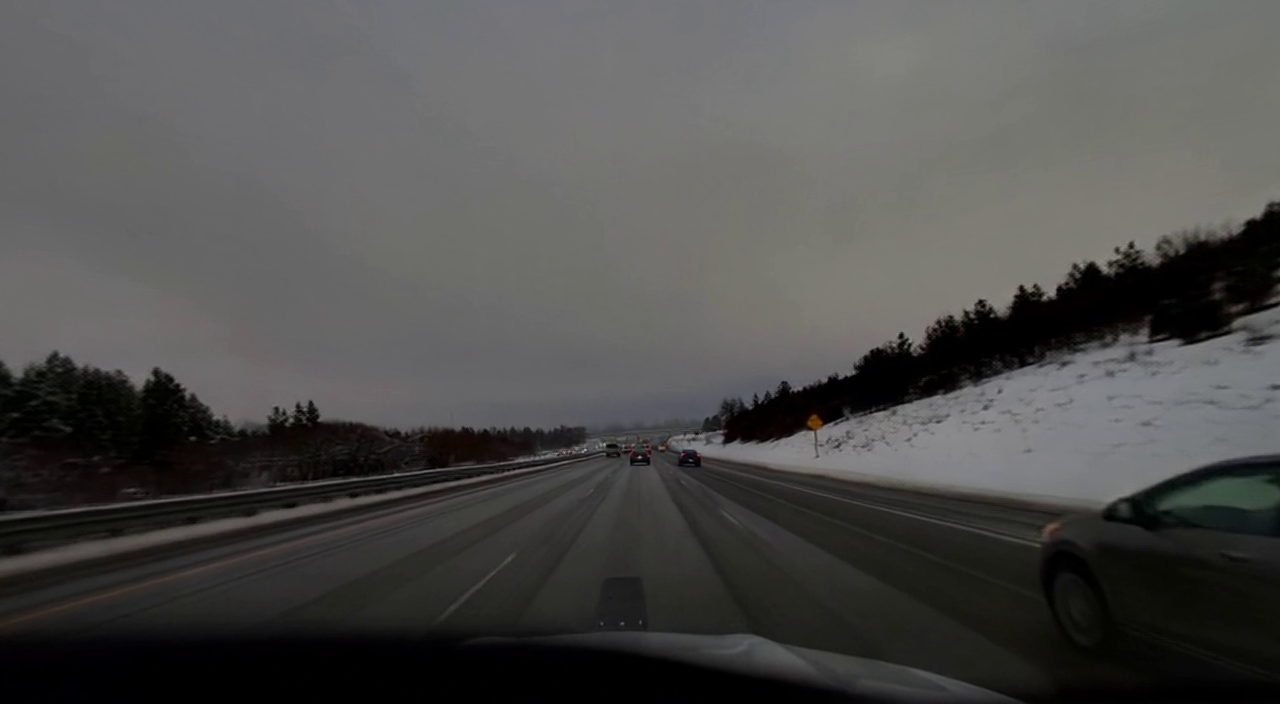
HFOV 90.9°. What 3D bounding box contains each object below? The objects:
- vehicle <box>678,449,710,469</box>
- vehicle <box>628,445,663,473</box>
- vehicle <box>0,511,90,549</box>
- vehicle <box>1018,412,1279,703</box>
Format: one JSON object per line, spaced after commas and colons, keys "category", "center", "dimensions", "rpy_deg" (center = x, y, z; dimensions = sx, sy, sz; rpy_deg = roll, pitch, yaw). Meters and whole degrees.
{"category": "vehicle", "center": [3.958, 7.909, 46.662], "dimensions": [1.976, 1.352, 3.602], "rpy_deg": [0, -9, 0]}
{"category": "vehicle", "center": [0.310, 6.441, 38.174], "dimensions": [1.986, 1.576, 4.312], "rpy_deg": [0, -9, 0]}
{"category": "vehicle", "center": [-32.258, 9.513, 33.955], "dimensions": [1.678, 1.496, 3.845], "rpy_deg": [0, -9, 1]}
{"category": "vehicle", "center": [3.778, 0.960, 2.317], "dimensions": [2.020, 1.500, 4.416], "rpy_deg": [0, -9, 0]}
